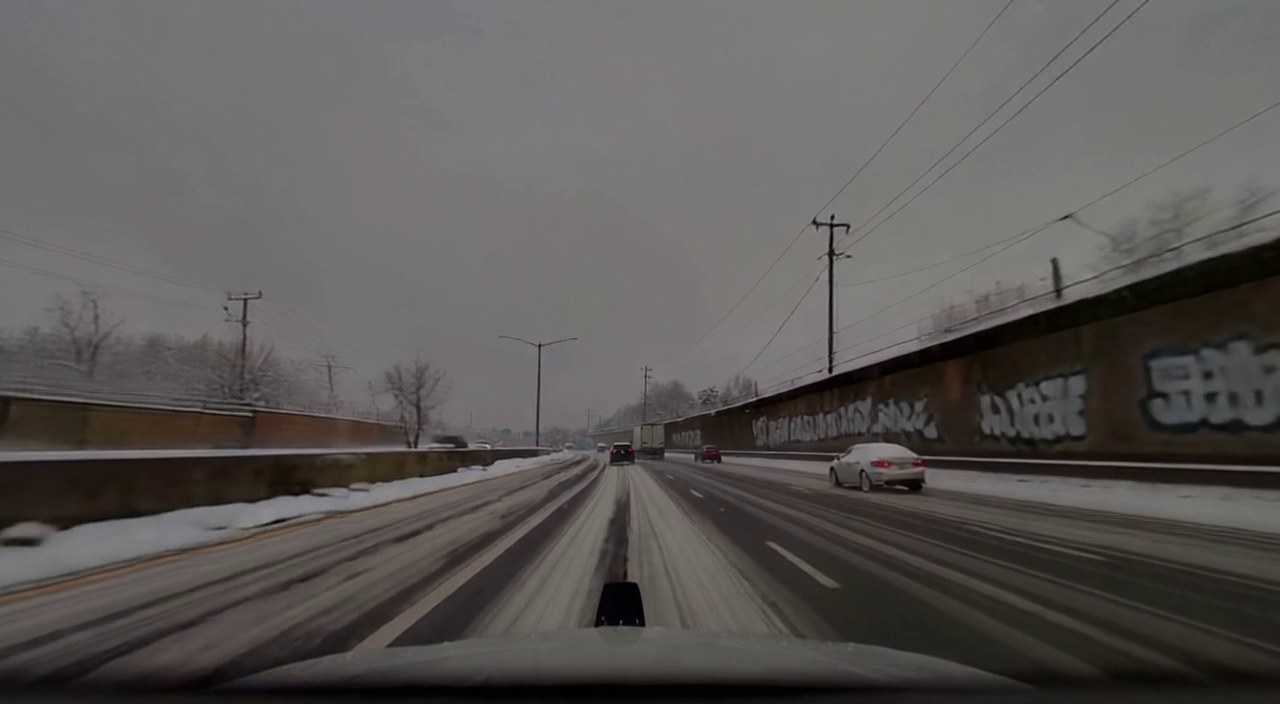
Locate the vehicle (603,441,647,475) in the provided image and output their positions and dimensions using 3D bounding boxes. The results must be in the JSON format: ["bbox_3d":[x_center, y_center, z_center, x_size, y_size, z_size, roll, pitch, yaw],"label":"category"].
[{"bbox_3d":[-0.803,5.560,33.284,2.191,1.685,3.353,0,-9,-1],"label":"vehicle"}]

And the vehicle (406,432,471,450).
[{"bbox_3d":[-10.113,4.535,31.989,1.953,0.845,4.123,0,-9,0],"label":"vehicle"}]

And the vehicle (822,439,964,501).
[{"bbox_3d":[7.004,3.300,18.143,2.032,1.525,4.631,0,-9,-1],"label":"vehicle"}]
